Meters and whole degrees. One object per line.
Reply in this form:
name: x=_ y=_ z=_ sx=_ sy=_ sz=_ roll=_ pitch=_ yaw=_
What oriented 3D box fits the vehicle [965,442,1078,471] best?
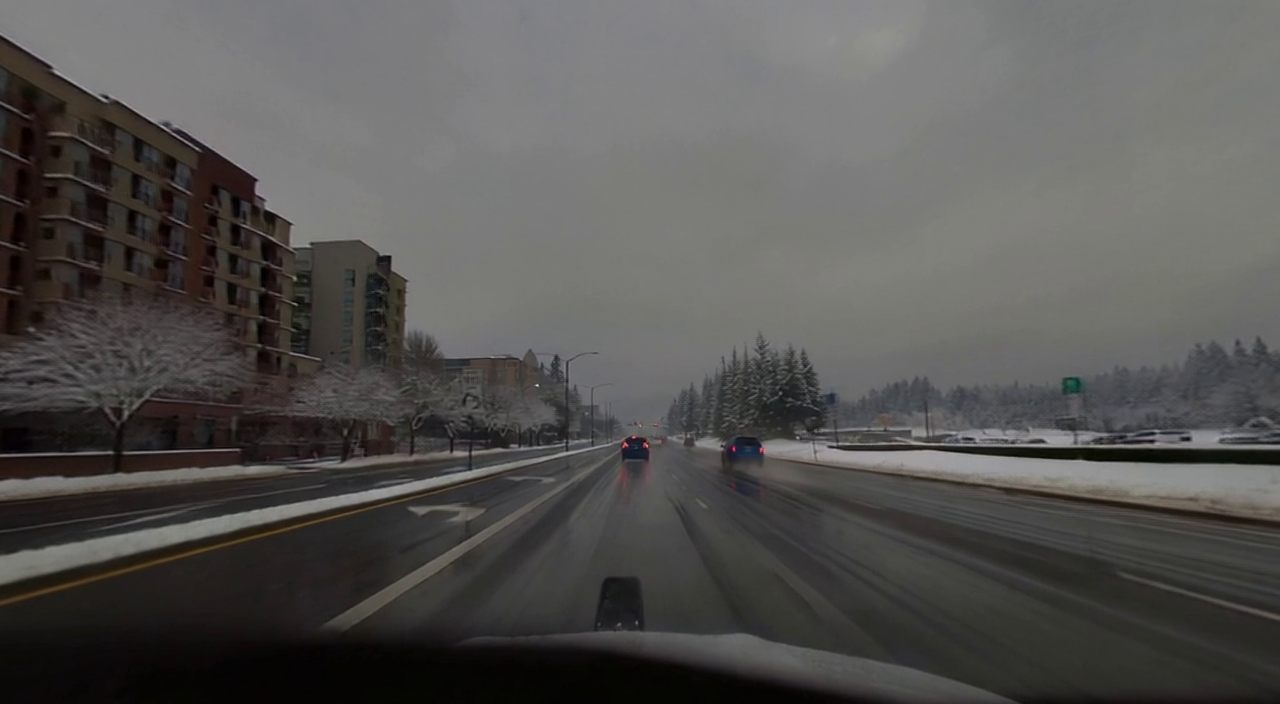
vehicle: x=19.863 y=5.438 z=32.896 sx=4.653 sy=1.438 sz=1.939 roll=0 pitch=-9 yaw=-2

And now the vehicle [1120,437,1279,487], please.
vehicle: x=19.144 y=3.625 z=20.898 sx=4.644 sy=1.552 sz=1.980 roll=0 pitch=-9 yaw=4

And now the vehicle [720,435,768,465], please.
vehicle: x=6.633 y=6.300 z=40.697 sx=2.136 sy=1.799 sz=4.796 roll=0 pitch=-9 yaw=-2
